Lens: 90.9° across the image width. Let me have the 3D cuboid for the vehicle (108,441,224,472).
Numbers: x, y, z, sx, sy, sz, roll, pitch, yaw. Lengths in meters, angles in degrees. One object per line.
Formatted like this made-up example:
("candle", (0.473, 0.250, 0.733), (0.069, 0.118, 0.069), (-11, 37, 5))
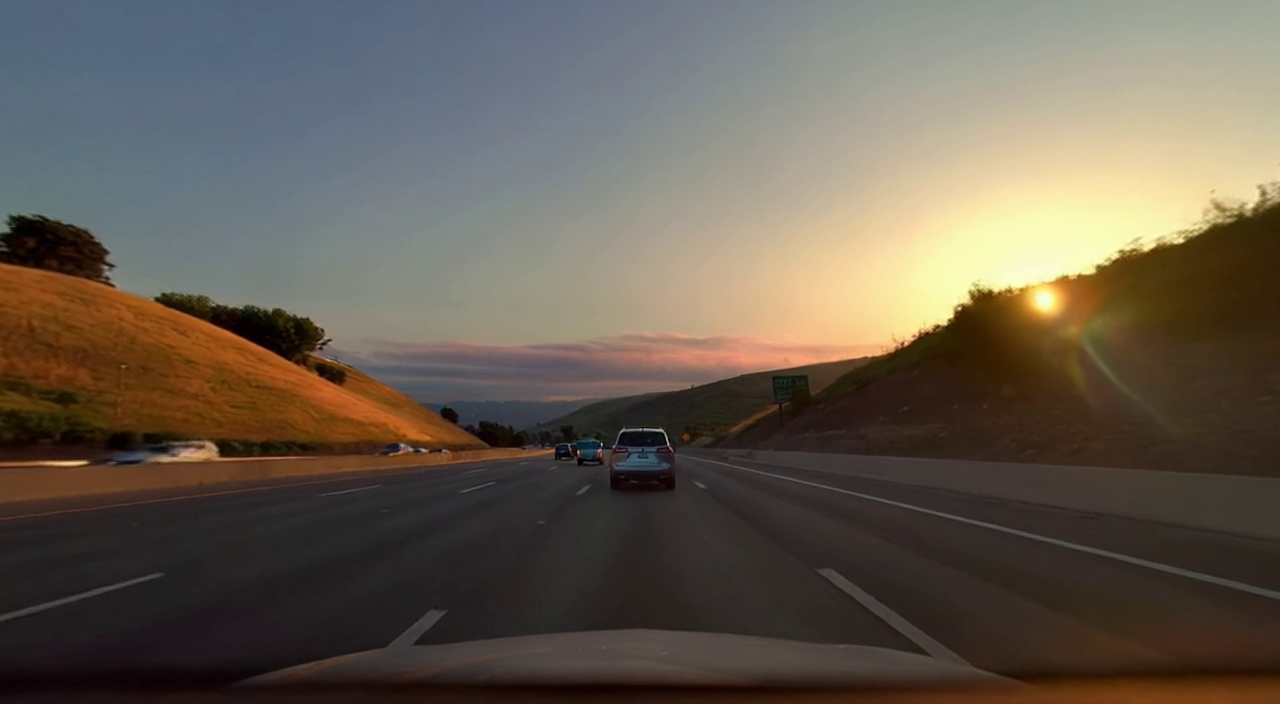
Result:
("vehicle", (-27.845, 6.140, 37.396), (2.221, 1.698, 5.860), (0, -9, 1))

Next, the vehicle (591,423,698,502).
("vehicle", (0.113, 2.872, 16.693), (2.447, 1.804, 4.273), (0, -9, 0))
